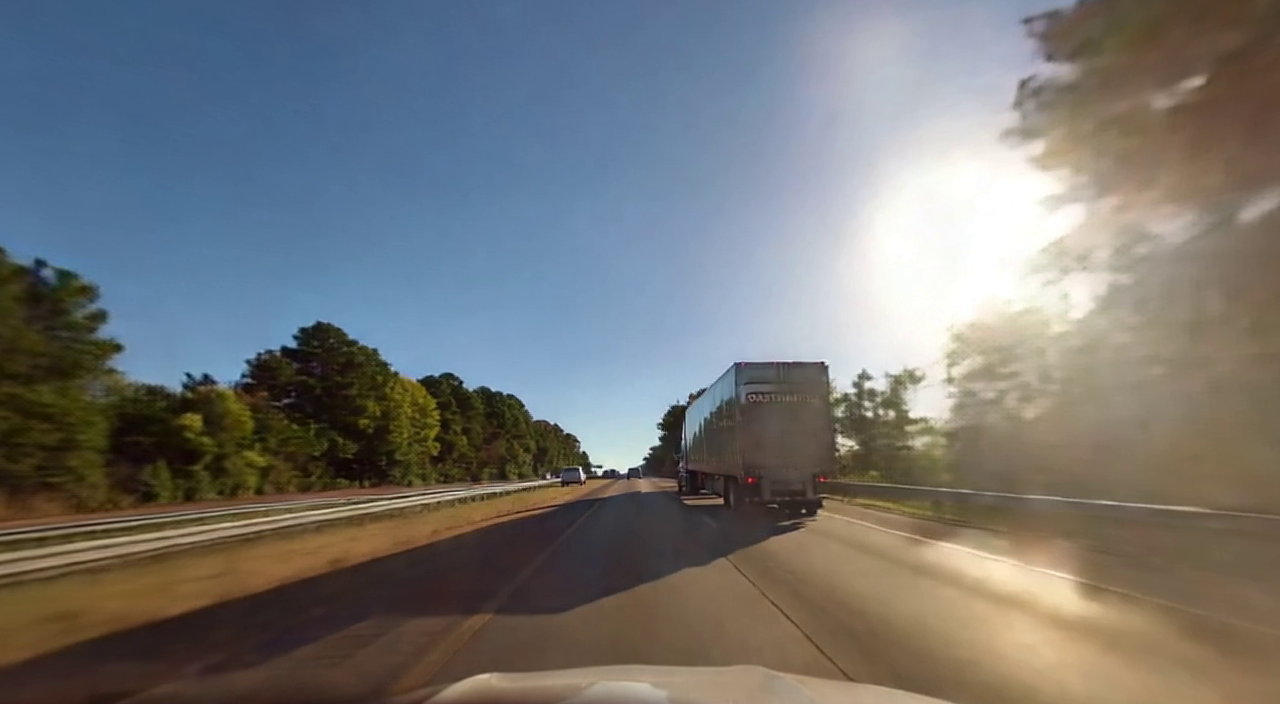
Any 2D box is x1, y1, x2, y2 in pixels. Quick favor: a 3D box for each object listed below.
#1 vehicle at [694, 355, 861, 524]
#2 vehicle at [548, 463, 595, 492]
[{"bbox_3d":[3.736,3.039,20.512,2.871,4.032,10.642,1,-10,-1],"label":"vehicle"},{"bbox_3d":[-3.982,7.408,37.470,2.180,1.556,4.895,1,-10,0],"label":"vehicle"}]
